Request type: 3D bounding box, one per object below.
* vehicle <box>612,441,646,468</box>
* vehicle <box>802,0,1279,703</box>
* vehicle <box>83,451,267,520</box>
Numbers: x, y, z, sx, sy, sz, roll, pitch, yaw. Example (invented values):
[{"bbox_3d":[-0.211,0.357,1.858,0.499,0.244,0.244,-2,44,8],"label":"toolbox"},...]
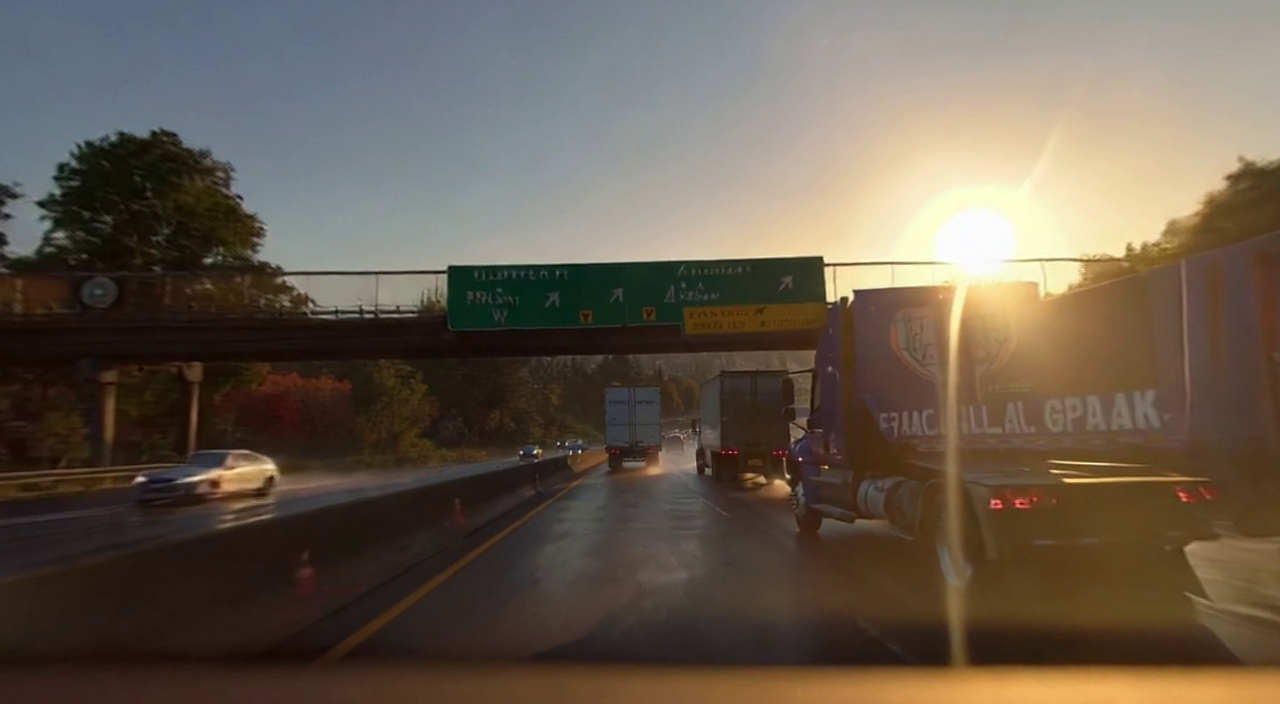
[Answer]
[{"bbox_3d":[-0.654,6.009,37.245,1.943,1.491,3.459,0,-8,-1],"label":"vehicle"},{"bbox_3d":[4.236,0.104,5.783,2.853,4.086,9.078,0,-8,-1],"label":"vehicle"},{"bbox_3d":[-12.183,3.479,16.895,1.995,1.524,3.877,-1,-8,-1],"label":"vehicle"}]
